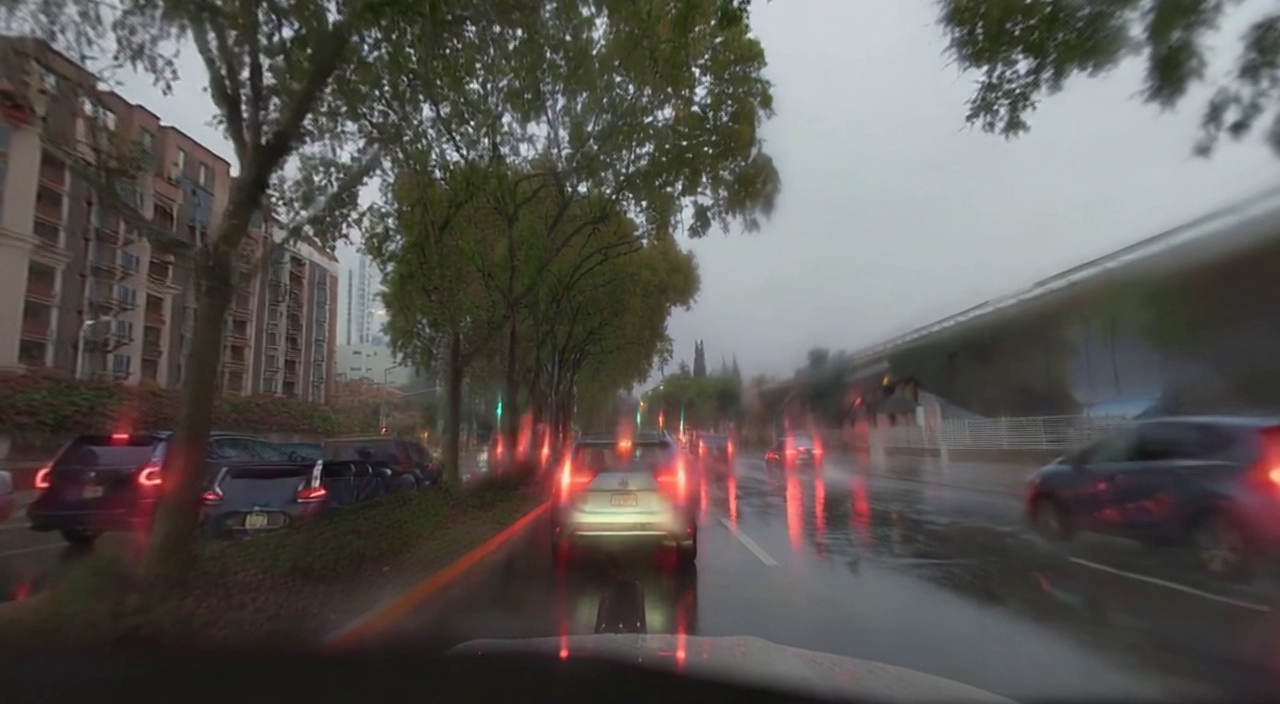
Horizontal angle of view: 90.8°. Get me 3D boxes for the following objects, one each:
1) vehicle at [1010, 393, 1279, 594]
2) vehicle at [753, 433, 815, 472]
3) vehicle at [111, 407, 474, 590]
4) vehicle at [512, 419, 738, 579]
[{"bbox_3d":[6.207,1.408,6.847,1.895,1.633,4.030,0,-9,0],"label":"vehicle"},{"bbox_3d":[6.699,4.717,29.836,1.889,1.681,4.120,0,-9,-1],"label":"vehicle"},{"bbox_3d":[-3.708,1.646,7.918,2.009,1.619,4.376,0,-9,1],"label":"vehicle"},{"bbox_3d":[-0.182,1.732,8.236,2.161,1.501,4.184,0,-9,-1],"label":"vehicle"}]
